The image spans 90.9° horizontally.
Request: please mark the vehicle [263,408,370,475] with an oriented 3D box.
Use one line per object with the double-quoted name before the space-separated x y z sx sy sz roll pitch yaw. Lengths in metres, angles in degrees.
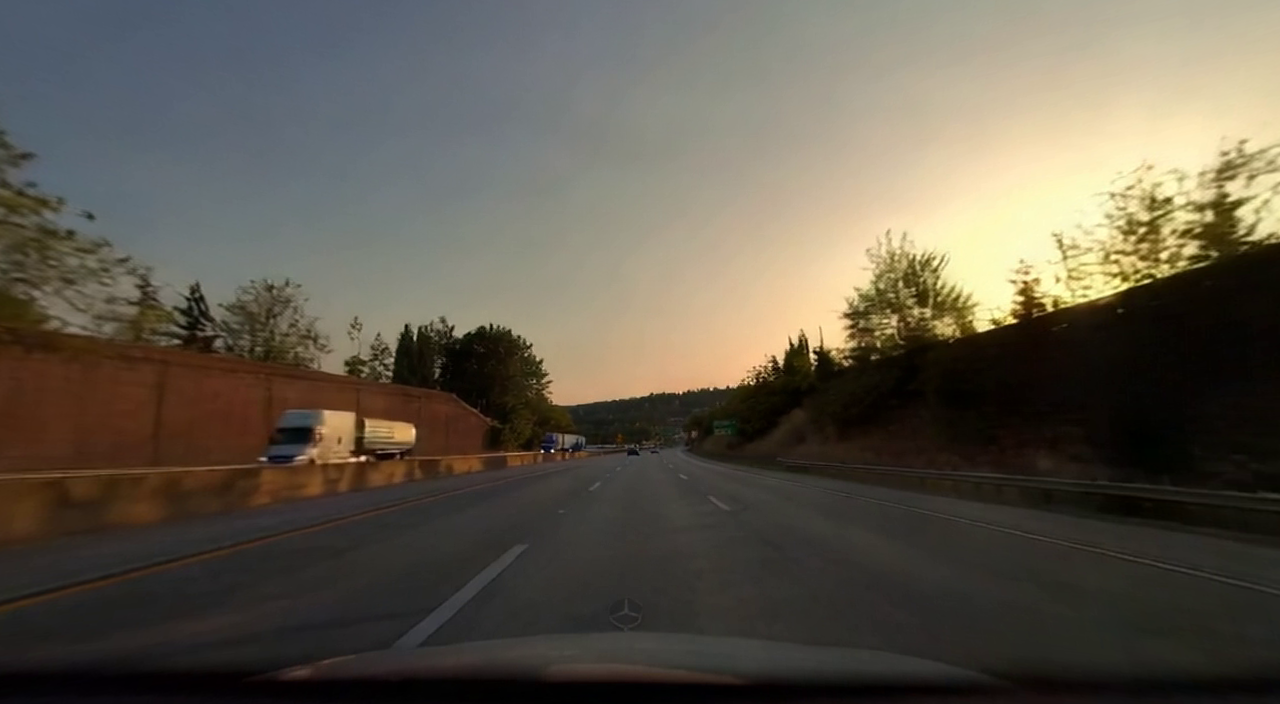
"vehicle" -18.676 5.281 36.861 2.996 3.547 5.905 0 -9 0
